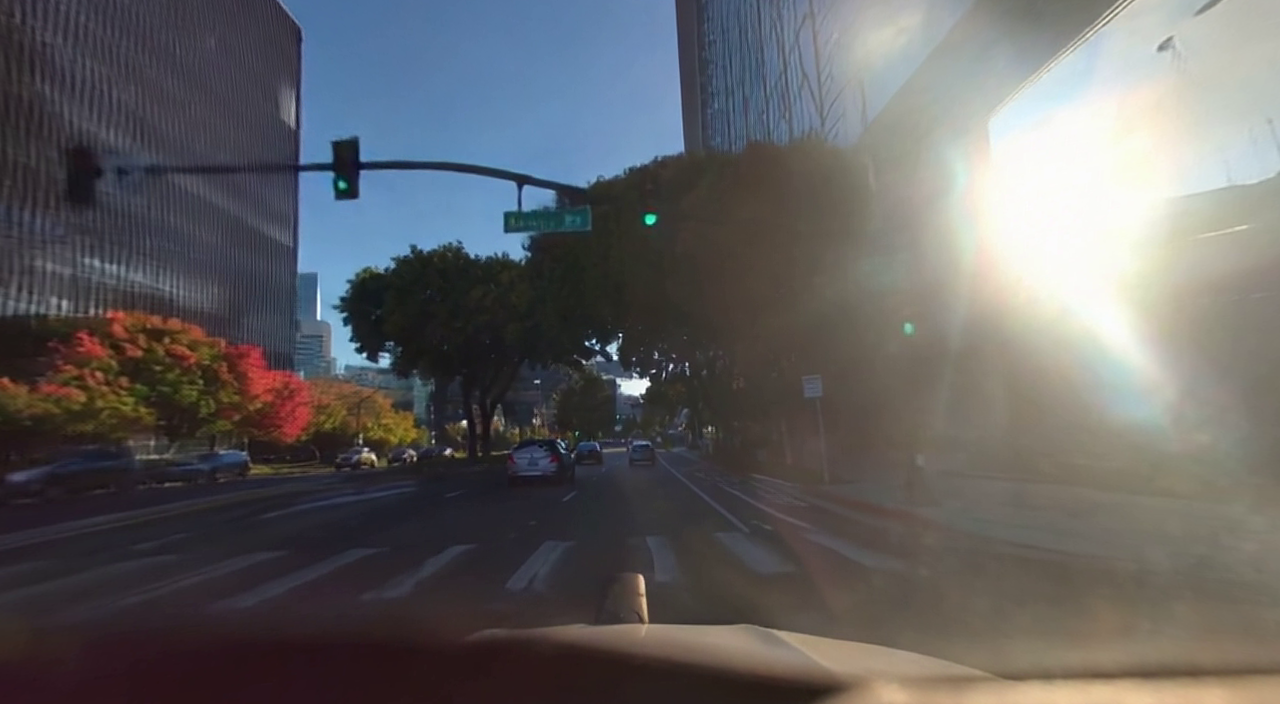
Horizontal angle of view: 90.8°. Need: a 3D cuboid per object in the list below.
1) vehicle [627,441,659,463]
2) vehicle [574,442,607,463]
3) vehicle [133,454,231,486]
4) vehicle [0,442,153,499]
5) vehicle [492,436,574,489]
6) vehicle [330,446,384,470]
[{"bbox_3d":[0.187,6.946,44.112,2.102,1.482,4.125,0,-8,-1],"label":"vehicle"},{"bbox_3d":[-3.622,7.416,46.866,2.088,1.430,4.482,0,-8,1],"label":"vehicle"},{"bbox_3d":[-23.709,6.092,32.947,1.778,1.443,4.525,0,-8,-1],"label":"vehicle"},{"bbox_3d":[-20.441,4.209,22.933,2.068,1.848,4.247,0,-8,-1],"label":"vehicle"},{"bbox_3d":[-3.338,3.507,20.473,1.983,1.545,3.773,0,-8,0],"label":"vehicle"},{"bbox_3d":[-20.524,7.693,46.067,1.900,1.638,4.567,0,-8,-1],"label":"vehicle"}]
